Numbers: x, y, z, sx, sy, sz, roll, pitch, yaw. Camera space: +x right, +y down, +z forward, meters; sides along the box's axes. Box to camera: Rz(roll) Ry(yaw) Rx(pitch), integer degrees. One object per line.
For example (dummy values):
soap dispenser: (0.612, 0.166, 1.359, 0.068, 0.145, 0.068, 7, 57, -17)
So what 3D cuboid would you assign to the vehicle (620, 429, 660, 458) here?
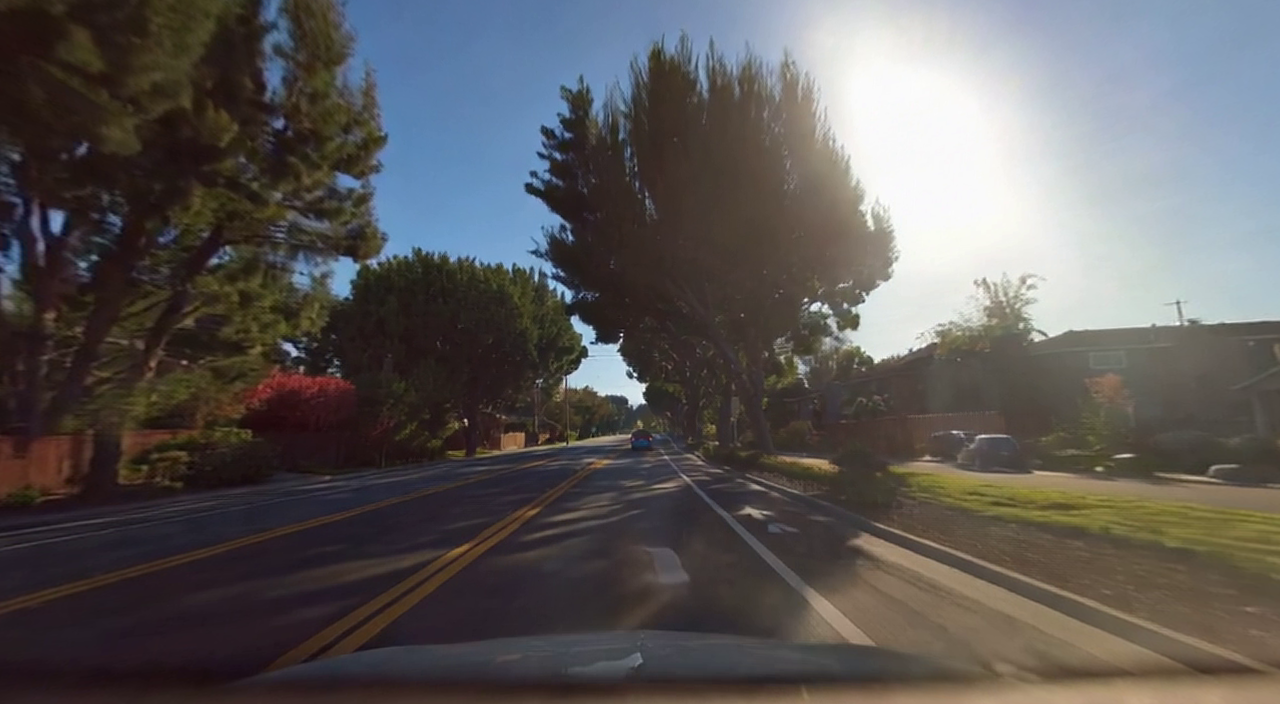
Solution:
vehicle: (-0.014, 4.994, 34.397, 2.067, 1.486, 3.861, 0, -8, 0)

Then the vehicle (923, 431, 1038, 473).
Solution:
vehicle: (13.226, 3.919, 24.911, 1.766, 1.463, 4.445, 2, -8, -5)
